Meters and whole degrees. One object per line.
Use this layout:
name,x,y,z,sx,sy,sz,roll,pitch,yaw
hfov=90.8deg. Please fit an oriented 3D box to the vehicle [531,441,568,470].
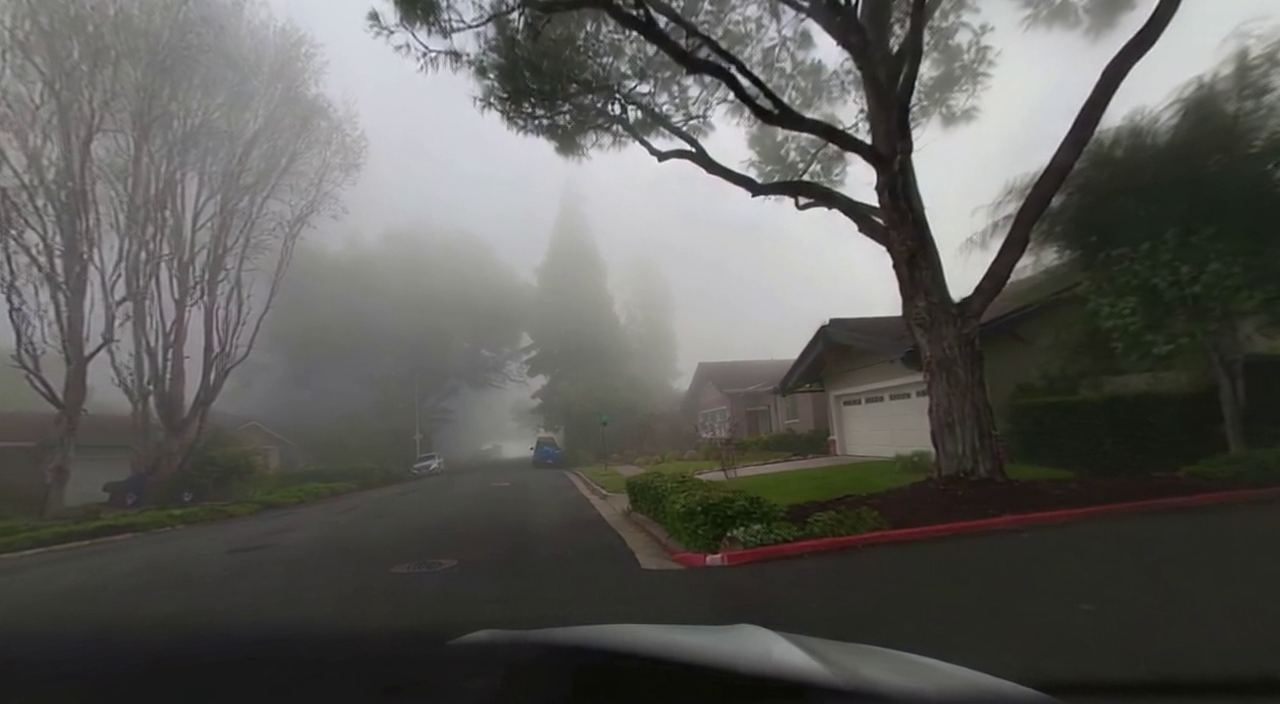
vehicle,-5.573,6.297,38.593,2.005,1.553,3.984,-2,-9,-10

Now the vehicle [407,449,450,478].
vehicle,-15.632,8.211,46.934,2.208,1.834,4.675,-3,-8,-10

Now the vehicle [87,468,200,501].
vehicle,-26.780,7.158,34.222,4.404,1.495,1.844,0,-9,-8
